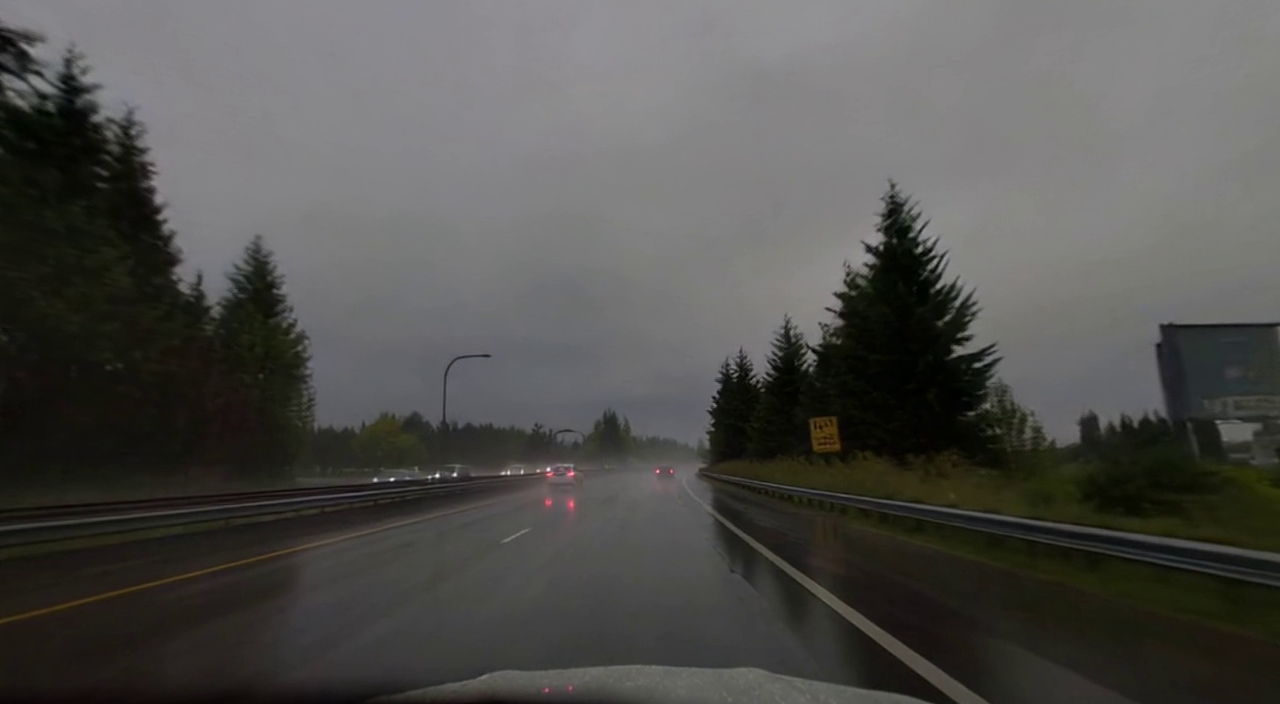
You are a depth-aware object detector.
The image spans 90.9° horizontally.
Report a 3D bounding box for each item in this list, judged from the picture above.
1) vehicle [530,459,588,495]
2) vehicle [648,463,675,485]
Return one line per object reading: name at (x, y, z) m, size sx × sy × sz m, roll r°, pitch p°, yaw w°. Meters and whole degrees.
vehicle at (-3.810, 6.034, 30.529) m, size 2.063 × 1.556 × 4.740 m, roll 1°, pitch -10°, yaw 1°
vehicle at (1.646, 9.461, 49.054) m, size 2.000 × 1.594 × 3.996 m, roll 1°, pitch -10°, yaw 2°
